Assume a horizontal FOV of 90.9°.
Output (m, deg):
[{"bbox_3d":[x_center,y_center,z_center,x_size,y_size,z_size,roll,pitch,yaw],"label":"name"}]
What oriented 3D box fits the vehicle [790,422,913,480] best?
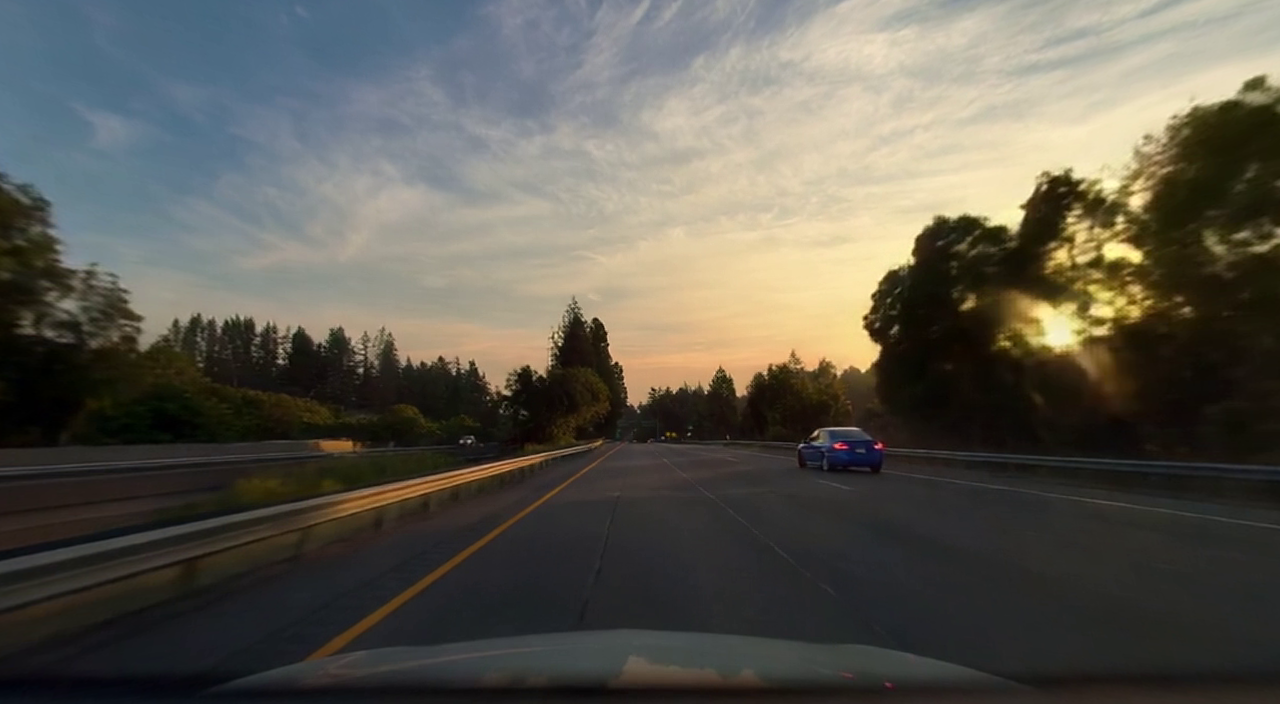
[{"bbox_3d":[6.878,3.291,21.217,2.273,1.698,4.863,0,-8,-3],"label":"vehicle"}]
